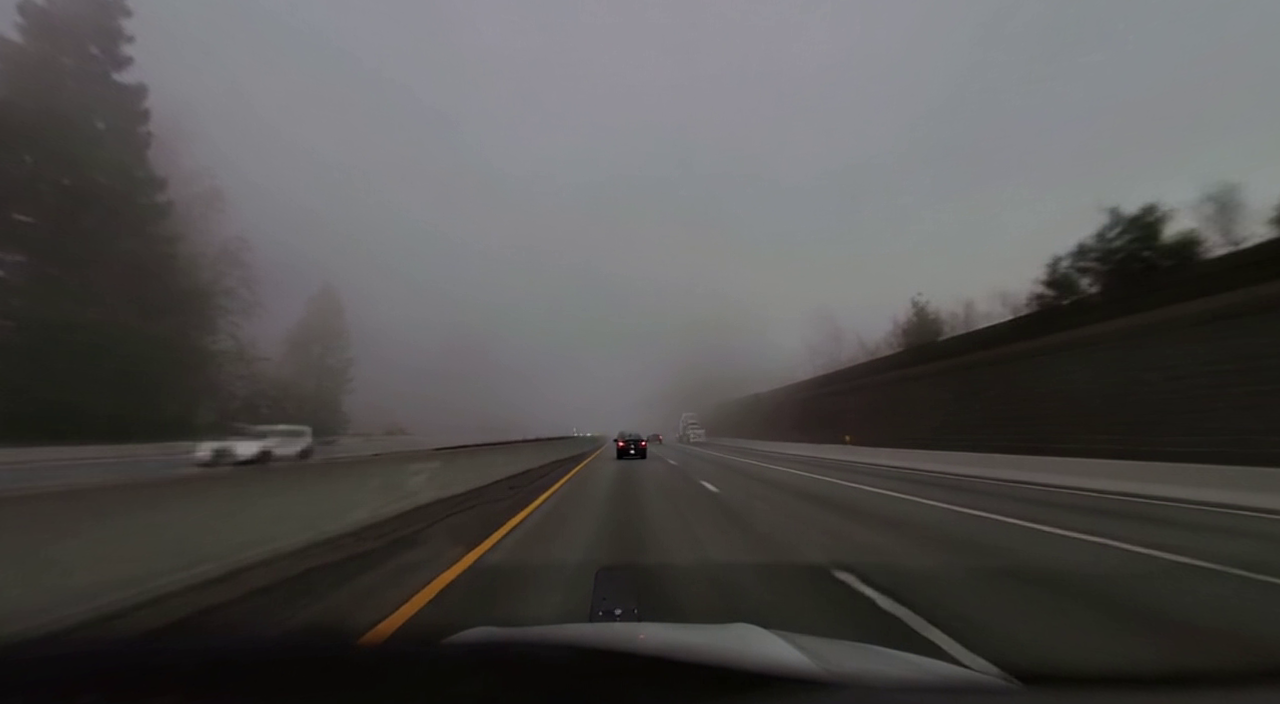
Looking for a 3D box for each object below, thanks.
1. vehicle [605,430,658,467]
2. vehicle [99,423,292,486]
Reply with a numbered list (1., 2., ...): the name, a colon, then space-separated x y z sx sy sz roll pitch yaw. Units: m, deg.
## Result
1. vehicle: -0.412 4.190 27.591 2.119 1.480 4.000 0 -8 -2
2. vehicle: -12.079 2.794 17.638 1.984 1.501 4.739 0 -8 -1
